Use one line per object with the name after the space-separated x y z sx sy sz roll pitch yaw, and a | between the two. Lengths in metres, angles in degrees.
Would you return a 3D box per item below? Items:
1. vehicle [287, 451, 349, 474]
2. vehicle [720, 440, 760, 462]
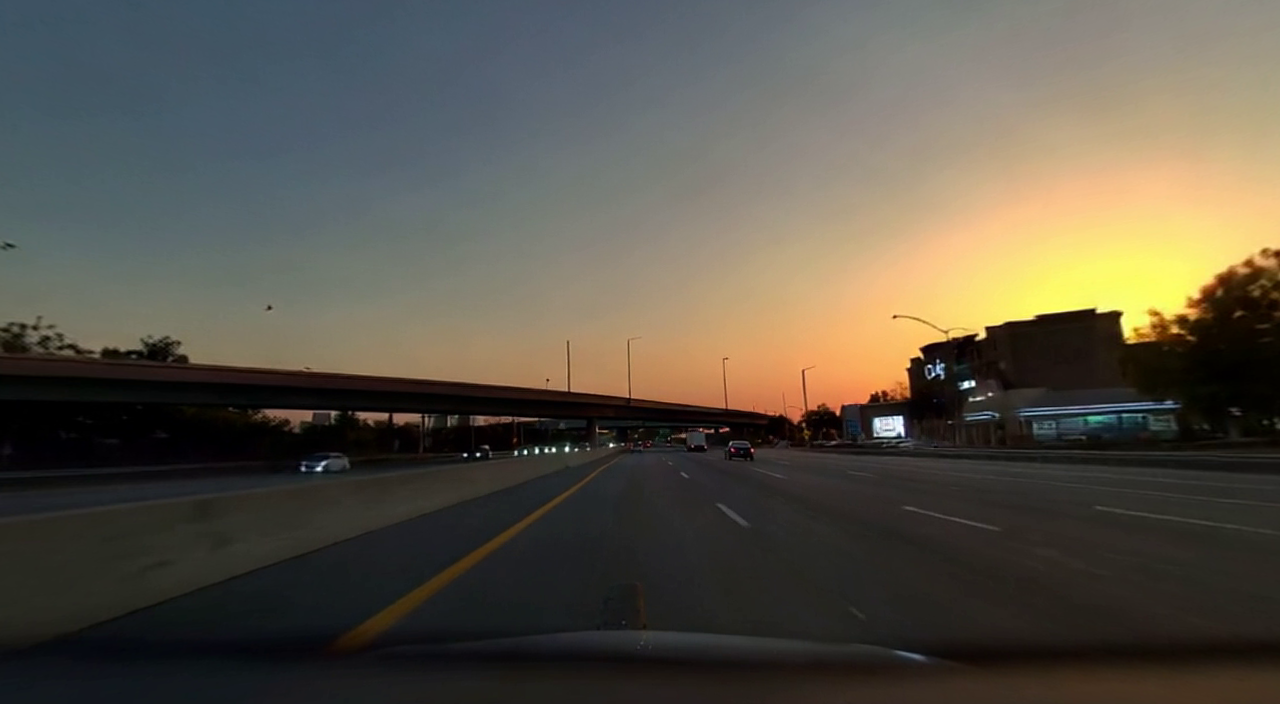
-23.051 7.899 45.108 1.860 1.464 4.608 0 -9 3 | vehicle
7.306 7.283 46.192 2.079 1.518 5.032 0 -9 0 | vehicle
